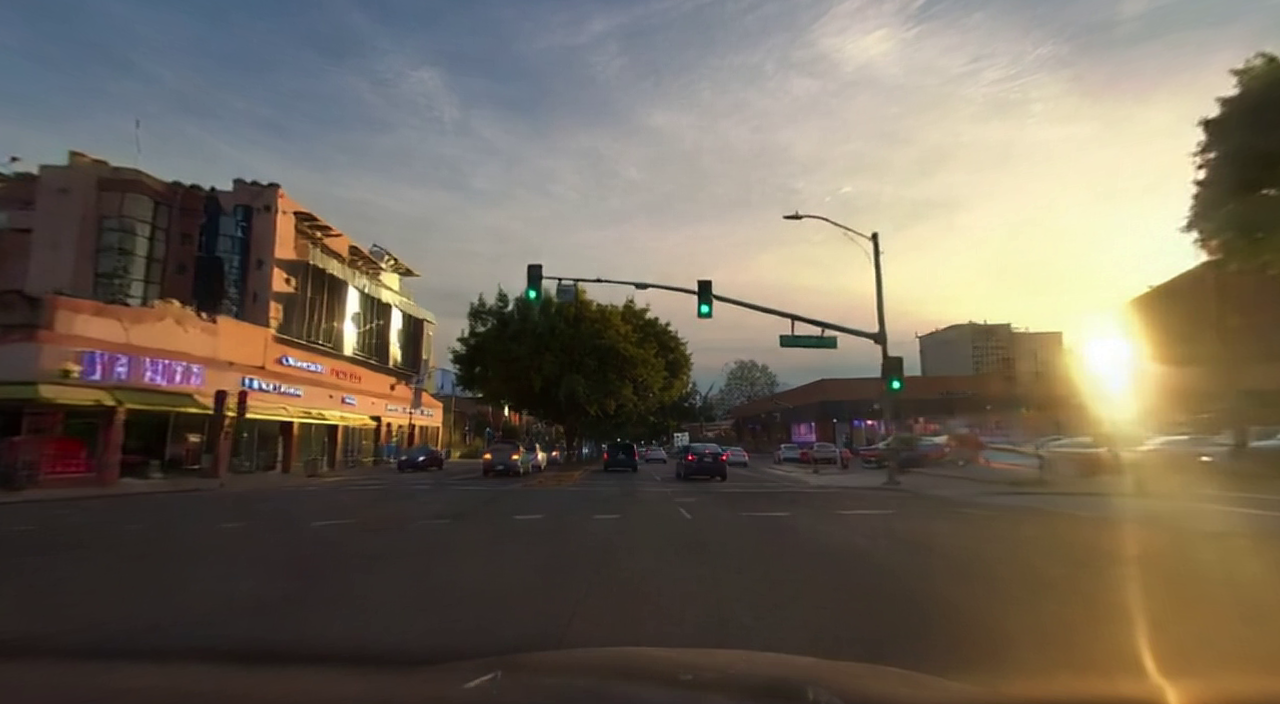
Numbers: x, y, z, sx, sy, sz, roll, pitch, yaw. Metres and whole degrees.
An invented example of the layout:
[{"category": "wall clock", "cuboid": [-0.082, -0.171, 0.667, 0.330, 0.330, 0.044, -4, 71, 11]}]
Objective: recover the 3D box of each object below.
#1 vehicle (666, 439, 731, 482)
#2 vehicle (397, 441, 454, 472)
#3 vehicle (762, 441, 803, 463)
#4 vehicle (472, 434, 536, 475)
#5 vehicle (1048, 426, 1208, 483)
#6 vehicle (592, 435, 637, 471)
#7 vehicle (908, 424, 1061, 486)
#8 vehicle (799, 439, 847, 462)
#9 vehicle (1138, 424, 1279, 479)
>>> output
[{"category": "vehicle", "cuboid": [2.239, 4.292, 25.209, 2.046, 1.540, 3.883, 1, -8, -3]}, {"category": "vehicle", "cuboid": [-13.384, 6.528, 39.569, 2.106, 1.779, 4.467, 0, -8, -1]}, {"category": "vehicle", "cuboid": [11.015, 7.719, 48.970, 2.058, 1.493, 4.612, -2, -8, 0]}, {"category": "vehicle", "cuboid": [-6.460, 4.891, 30.455, 2.242, 1.740, 4.659, -1, -7, -2]}, {"category": "vehicle", "cuboid": [17.204, 3.643, 22.621, 2.020, 1.796, 4.600, -1, -8, 0]}, {"category": "vehicle", "cuboid": [-1.369, 5.517, 34.586, 2.301, 1.837, 4.411, 0, -8, -2]}, {"category": "vehicle", "cuboid": [11.897, 3.593, 22.294, 2.304, 1.907, 4.844, 0, -8, -6]}, {"category": "vehicle", "cuboid": [14.108, 7.605, 48.894, 2.007, 1.642, 5.001, -2, -8, -3]}, {"category": "vehicle", "cuboid": [20.496, 3.488, 22.317, 2.143, 1.731, 4.290, 0, -8, 0]}]
